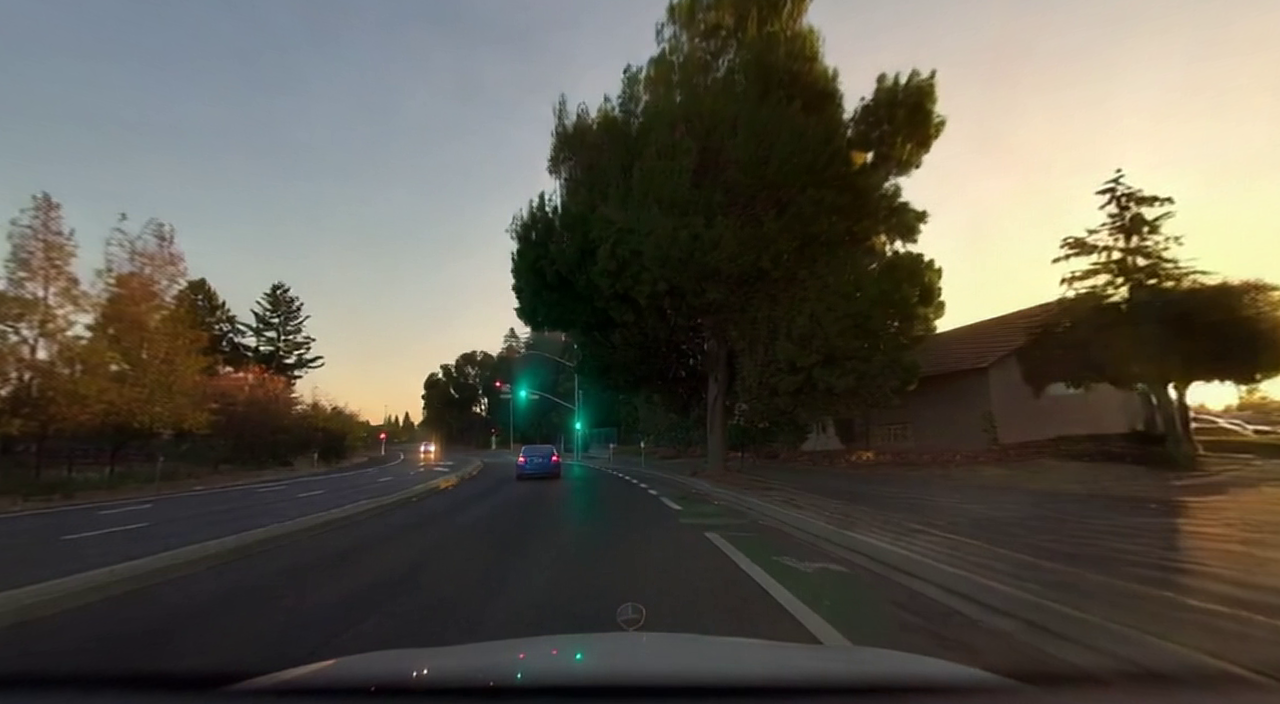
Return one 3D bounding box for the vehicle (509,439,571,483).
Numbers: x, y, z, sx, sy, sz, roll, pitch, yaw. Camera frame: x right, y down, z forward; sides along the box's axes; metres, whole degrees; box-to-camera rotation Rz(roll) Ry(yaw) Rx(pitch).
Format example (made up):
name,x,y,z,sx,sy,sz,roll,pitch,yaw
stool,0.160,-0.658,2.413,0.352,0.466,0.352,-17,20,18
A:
name,x,y,z,sx,sy,sz,roll,pitch,yaw
vehicle,-3.899,4.161,24.486,2.148,1.521,4.089,1,-8,-10
